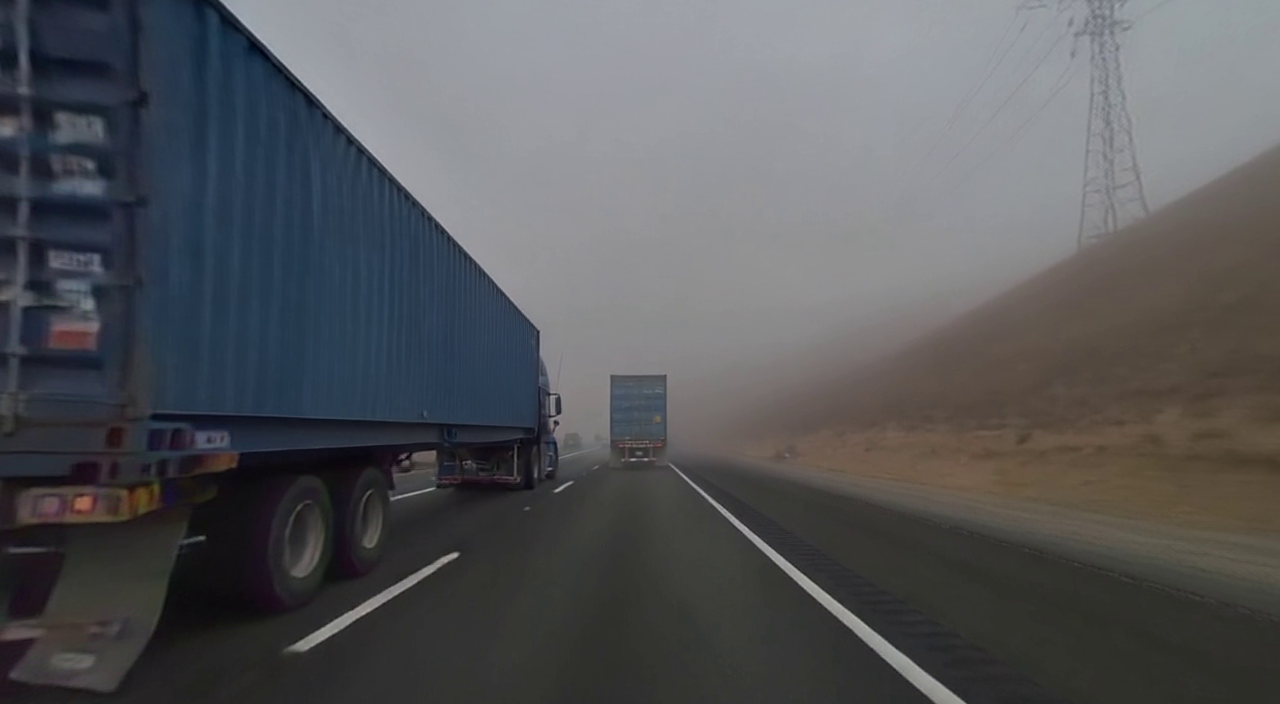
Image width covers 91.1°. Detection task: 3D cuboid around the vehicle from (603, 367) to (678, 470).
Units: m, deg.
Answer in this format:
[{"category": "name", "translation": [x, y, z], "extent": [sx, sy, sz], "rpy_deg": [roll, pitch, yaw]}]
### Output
[{"category": "vehicle", "translation": [-0.060, 3.493, 31.121], "extent": [3.006, 4.120, 11.586], "rpy_deg": [0, -8, -1]}]

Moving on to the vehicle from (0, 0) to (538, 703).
[{"category": "vehicle", "translation": [-4.122, 0.362, 8.319], "extent": [3.065, 4.105, 13.706], "rpy_deg": [0, -8, 1]}]
